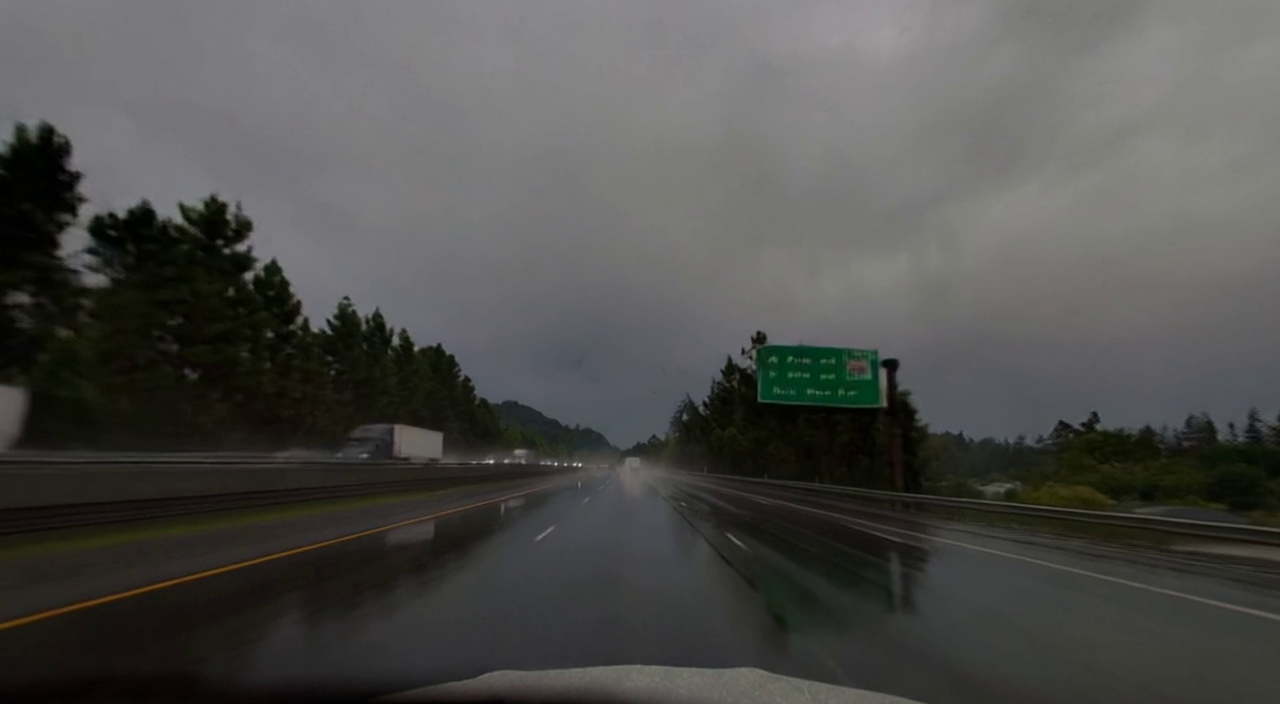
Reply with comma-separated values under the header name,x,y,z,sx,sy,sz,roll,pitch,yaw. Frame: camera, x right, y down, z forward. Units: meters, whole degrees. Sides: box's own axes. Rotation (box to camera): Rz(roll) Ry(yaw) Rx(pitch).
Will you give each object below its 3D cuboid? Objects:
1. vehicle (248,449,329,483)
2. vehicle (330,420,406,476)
name,x,y,z,sx,sy,sz,roll,pitch,yaw
vehicle,-16.128,5.283,29.122,1.722,1.419,3.521,1,-10,-1
vehicle,-20.471,7.405,47.889,2.931,3.913,5.982,1,-10,-1
